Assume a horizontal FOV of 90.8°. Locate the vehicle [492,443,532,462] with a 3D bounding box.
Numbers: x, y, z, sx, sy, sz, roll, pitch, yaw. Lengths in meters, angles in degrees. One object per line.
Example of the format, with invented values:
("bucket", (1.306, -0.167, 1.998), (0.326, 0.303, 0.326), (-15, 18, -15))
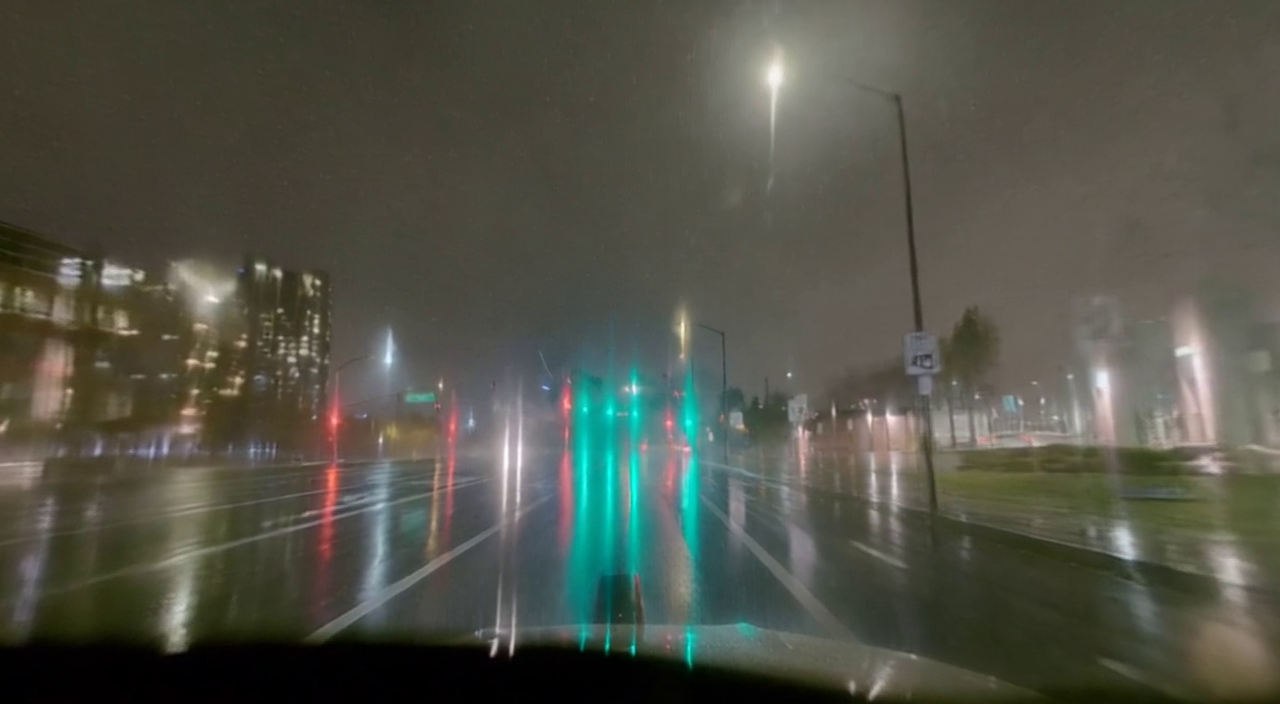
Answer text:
("vehicle", (-9.777, 7.730, 48.671), (2.089, 1.390, 4.555), (0, -8, 1))
